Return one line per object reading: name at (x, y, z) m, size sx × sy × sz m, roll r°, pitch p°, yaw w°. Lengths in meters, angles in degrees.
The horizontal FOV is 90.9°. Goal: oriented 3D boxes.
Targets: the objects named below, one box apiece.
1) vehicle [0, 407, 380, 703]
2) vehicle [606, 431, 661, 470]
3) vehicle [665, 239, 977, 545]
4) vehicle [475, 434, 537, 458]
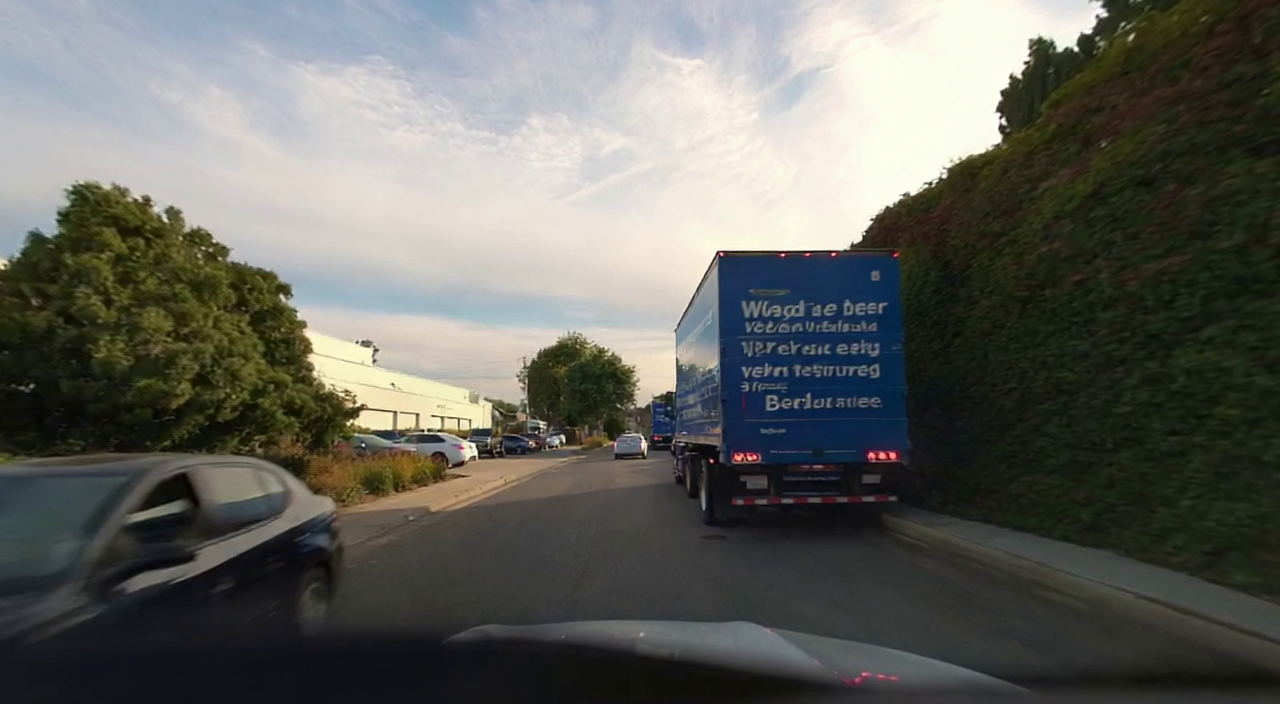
vehicle at (-2.632, 0.954, 2.173) m, size 1.870 × 1.448 × 3.677 m, roll 0°, pitch -8°, yaw 1°
vehicle at (-0.233, 4.083, 26.343) m, size 2.160 × 1.498 × 3.909 m, roll -1°, pitch -8°, yaw 1°
vehicle at (2.325, 1.142, 12.832) m, size 3.019 × 3.659 × 10.648 m, roll 0°, pitch -8°, yaw -1°
vehicle at (-8.561, 6.025, 40.448) m, size 3.569 × 1.520 × 1.797 m, roll 0°, pitch -8°, yaw -2°
